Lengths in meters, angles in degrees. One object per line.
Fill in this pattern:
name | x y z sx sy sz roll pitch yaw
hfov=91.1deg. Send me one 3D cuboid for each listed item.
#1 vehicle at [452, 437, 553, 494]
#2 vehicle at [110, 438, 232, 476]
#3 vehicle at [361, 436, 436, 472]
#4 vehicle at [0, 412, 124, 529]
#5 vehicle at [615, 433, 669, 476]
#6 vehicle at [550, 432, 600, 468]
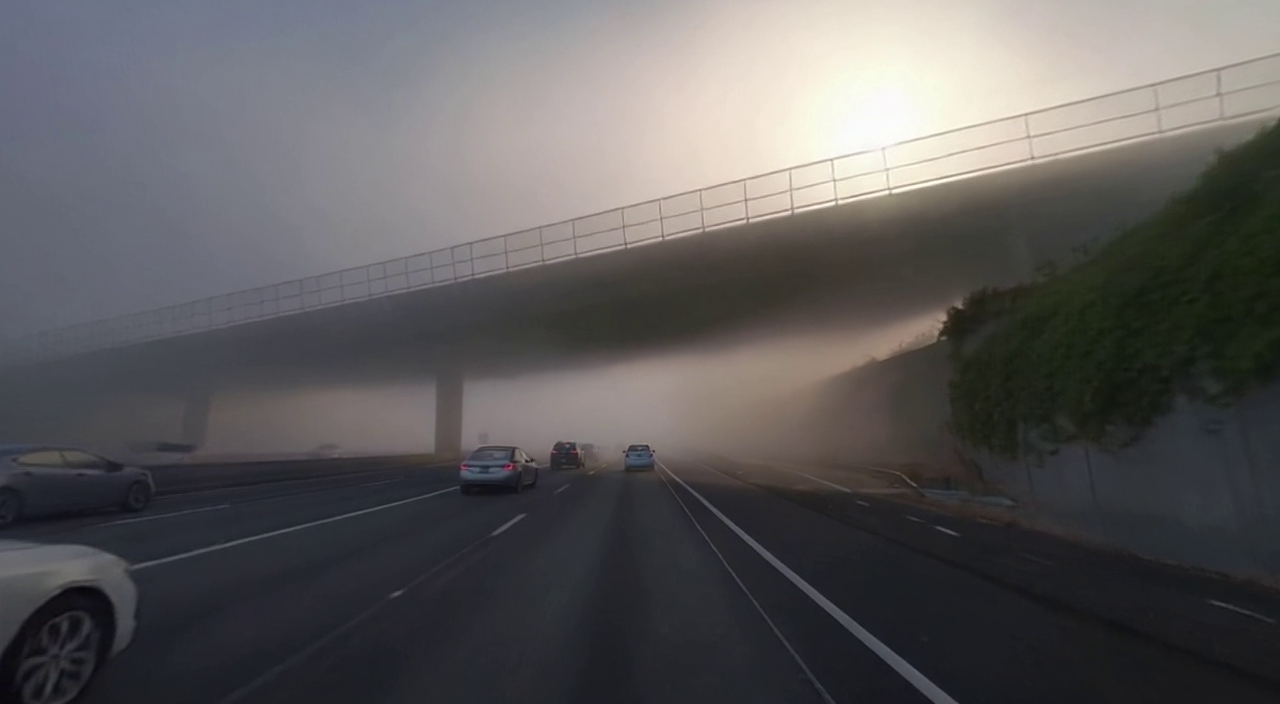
vehicle | -4.003 3.372 19.141 1.997 1.490 4.471 0 -8 1
vehicle | -21.826 4.869 29.527 1.977 1.602 4.794 0 -8 1
vehicle | -11.871 5.006 31.211 1.954 1.640 4.339 0 -8 1
vehicle | -11.069 1.813 9.554 2.119 1.816 5.019 0 -8 0
vehicle | 0.069 4.380 27.166 2.160 1.678 4.178 0 -8 0
vehicle | -3.574 5.523 35.616 2.237 1.841 4.683 0 -8 1
